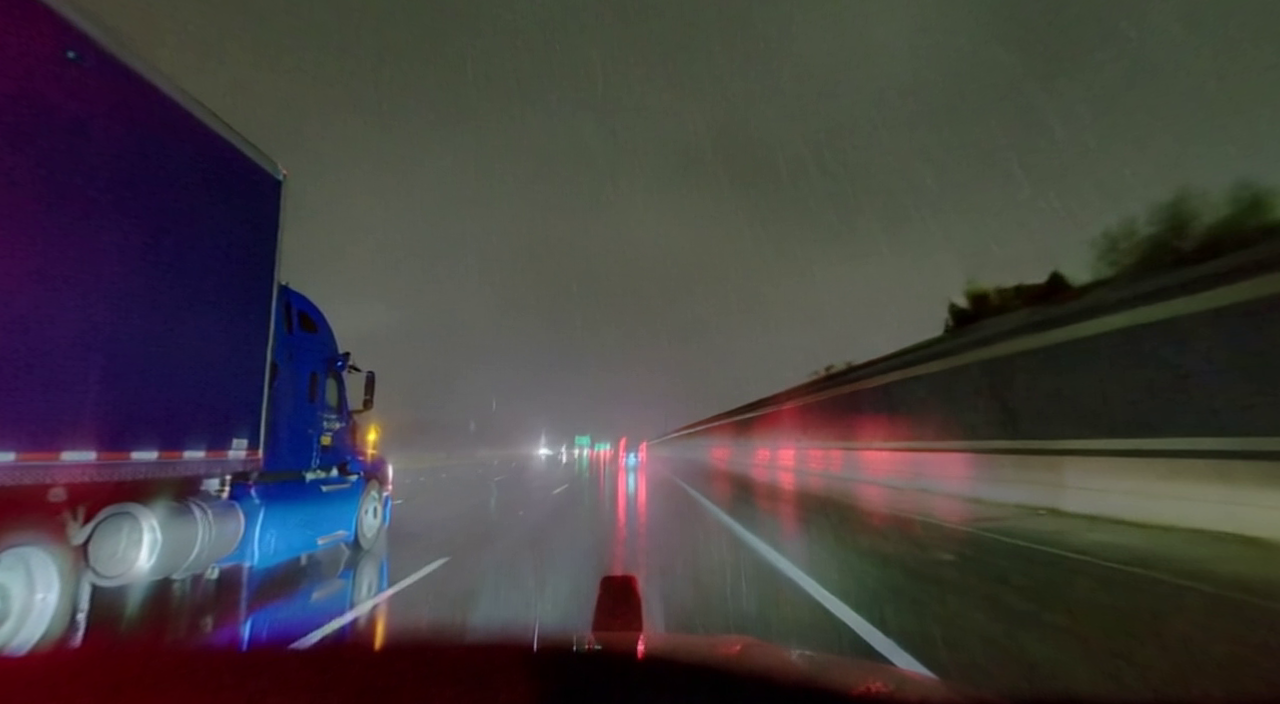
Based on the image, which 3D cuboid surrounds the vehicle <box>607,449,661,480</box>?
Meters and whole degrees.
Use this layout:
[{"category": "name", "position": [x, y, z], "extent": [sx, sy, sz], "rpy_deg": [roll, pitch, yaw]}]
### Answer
[{"category": "vehicle", "position": [-0.335, 5.412, 30.546], "extent": [2.398, 1.336, 5.698], "rpy_deg": [0, -9, -1]}]
